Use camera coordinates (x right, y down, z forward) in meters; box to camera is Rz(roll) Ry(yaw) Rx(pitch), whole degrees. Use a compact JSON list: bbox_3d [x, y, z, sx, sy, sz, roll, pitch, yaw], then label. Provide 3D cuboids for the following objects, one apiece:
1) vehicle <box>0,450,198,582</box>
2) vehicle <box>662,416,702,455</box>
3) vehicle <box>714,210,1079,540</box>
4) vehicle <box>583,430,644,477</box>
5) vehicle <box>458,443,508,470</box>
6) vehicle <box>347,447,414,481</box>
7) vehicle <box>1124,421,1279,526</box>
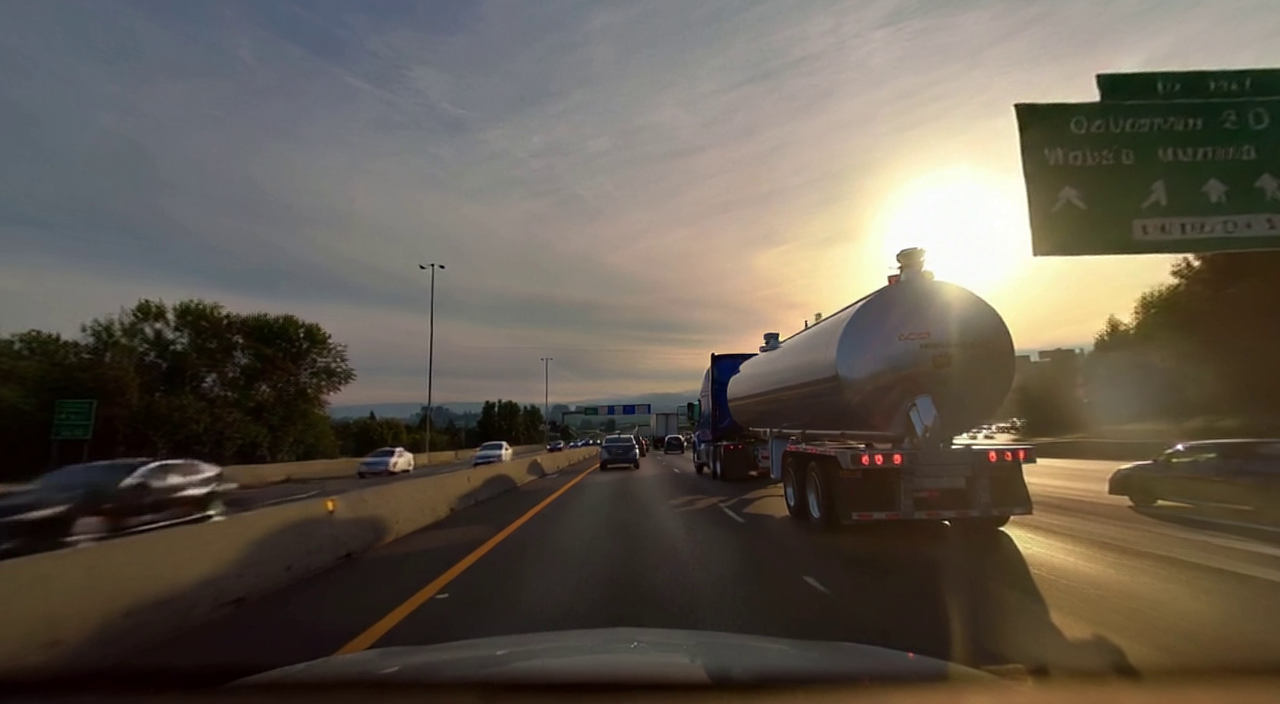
[{"bbox_3d":[-8.555,2.121,8.476,1.894,1.483,4.624,0,-8,-1],"label":"vehicle"},{"bbox_3d":[3.146,6.378,48.289,2.475,2.782,4.986,0,-8,-3],"label":"vehicle"},{"bbox_3d":[3.508,0.827,12.045,2.826,3.905,9.262,0,-8,-1],"label":"vehicle"},{"bbox_3d":[-0.872,3.563,22.401,2.000,1.510,3.518,0,-8,0],"label":"vehicle"},{"bbox_3d":[-9.319,6.199,37.793,1.951,1.460,4.219,0,-8,-1],"label":"vehicle"},{"bbox_3d":[-13.127,5.650,32.180,1.905,1.541,4.030,0,-8,-4],"label":"vehicle"},{"bbox_3d":[9.838,1.805,9.584,1.739,1.471,3.889,0,-8,-2],"label":"vehicle"}]
